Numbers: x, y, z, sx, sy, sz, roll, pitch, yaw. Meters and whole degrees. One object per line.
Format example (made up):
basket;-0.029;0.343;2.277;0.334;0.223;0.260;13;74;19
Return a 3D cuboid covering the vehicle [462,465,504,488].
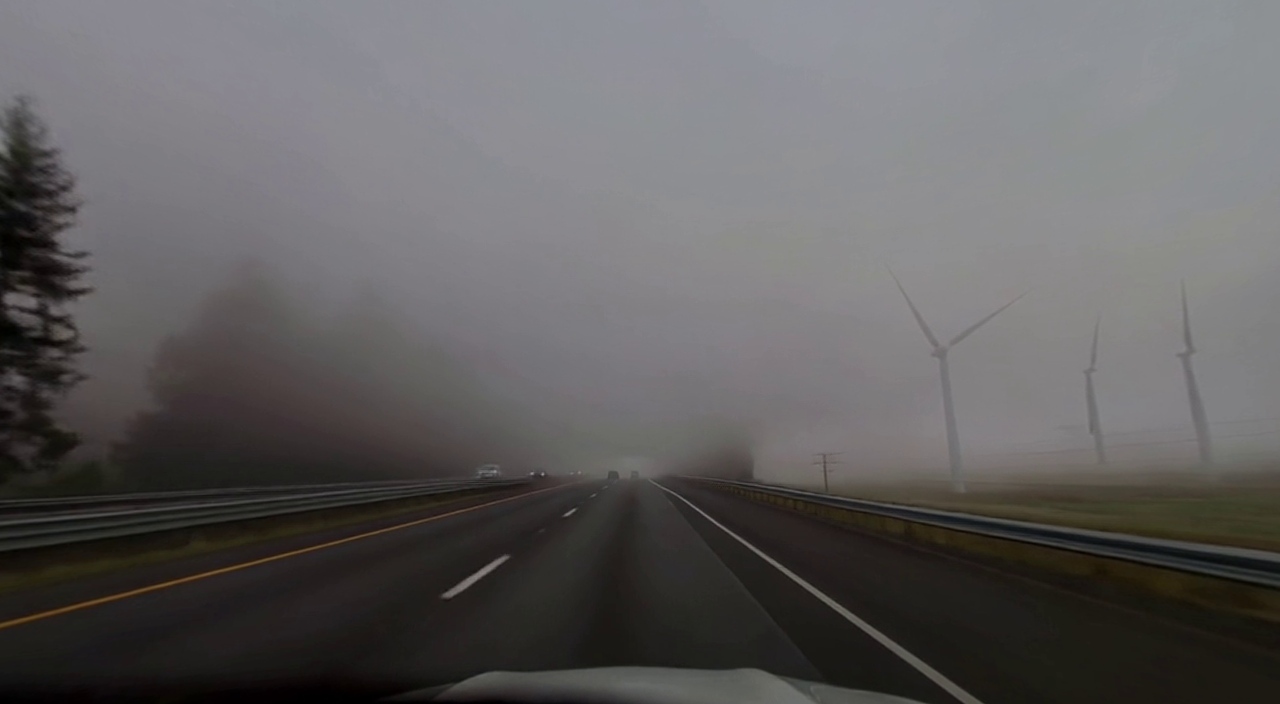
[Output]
vehicle;-12.155;9.665;49.059;2.068;1.615;4.594;1;-11;1
